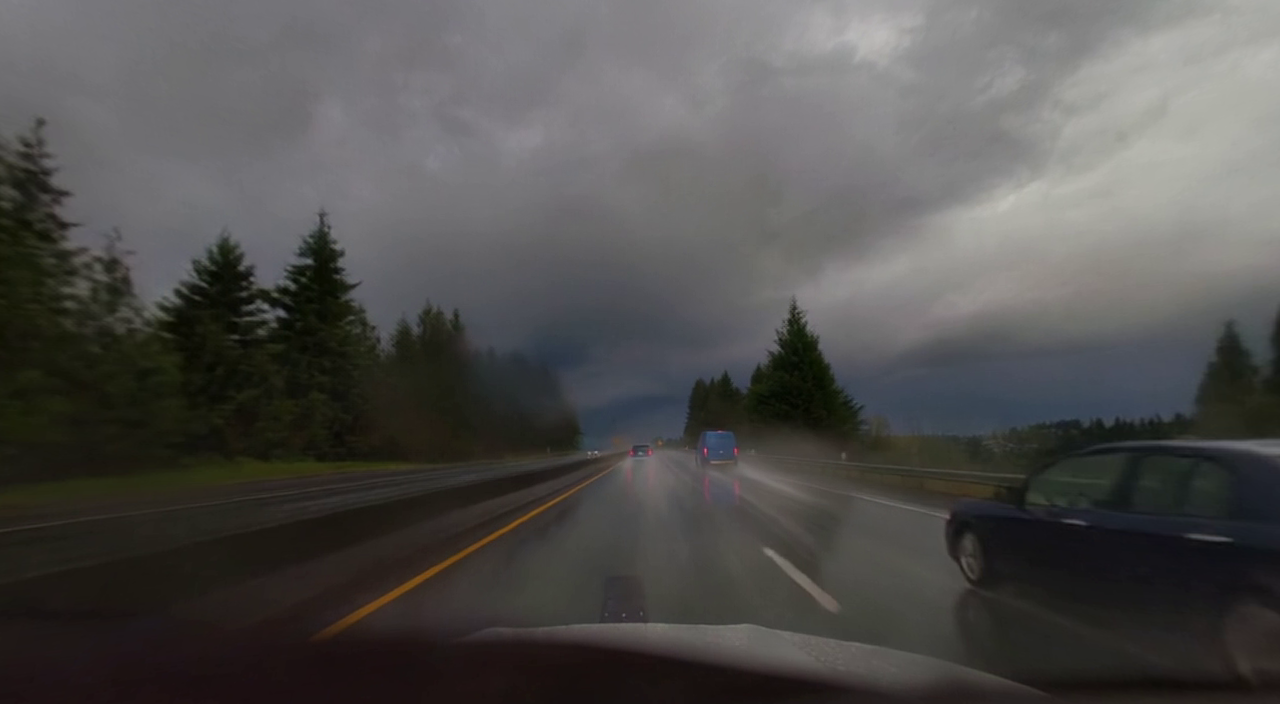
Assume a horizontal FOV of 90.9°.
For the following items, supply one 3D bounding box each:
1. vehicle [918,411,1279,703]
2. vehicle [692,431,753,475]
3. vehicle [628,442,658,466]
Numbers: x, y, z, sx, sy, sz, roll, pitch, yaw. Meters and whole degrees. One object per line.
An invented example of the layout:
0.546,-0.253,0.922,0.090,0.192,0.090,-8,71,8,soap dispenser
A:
3.951,1.175,4.096,2.043,1.431,4.922,0,-9,0,vehicle
4.076,5.149,32.164,2.371,2.045,4.768,0,-9,-1,vehicle
0.255,7.584,47.067,2.087,1.707,4.316,0,-9,1,vehicle
